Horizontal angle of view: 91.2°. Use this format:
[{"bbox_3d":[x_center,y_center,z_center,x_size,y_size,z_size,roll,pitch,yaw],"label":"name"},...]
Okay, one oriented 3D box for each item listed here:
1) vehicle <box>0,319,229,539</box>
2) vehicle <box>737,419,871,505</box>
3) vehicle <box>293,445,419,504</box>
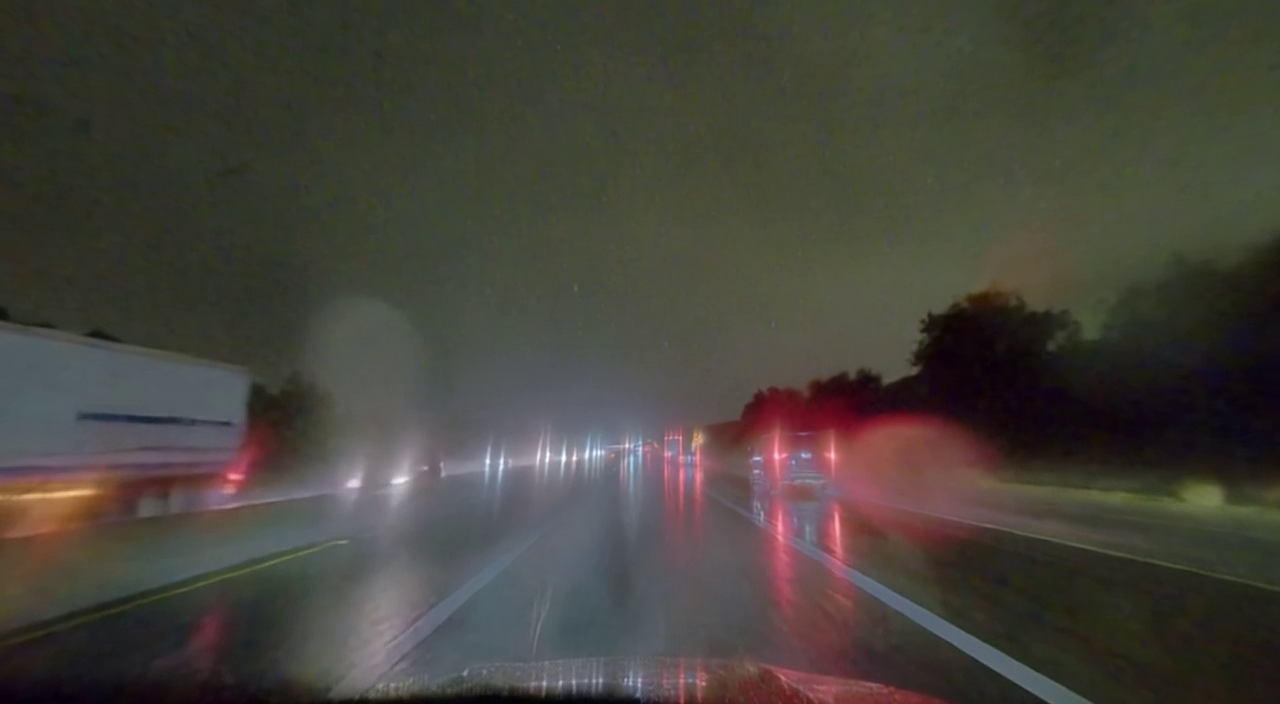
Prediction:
[{"bbox_3d":[-13.619,1.408,11.476,2.965,4.111,13.756,0,-9,-1],"label":"vehicle"},{"bbox_3d":[4.119,2.901,16.856,2.177,1.914,5.245,0,-9,0],"label":"vehicle"},{"bbox_3d":[-9.088,3.931,20.545,2.088,1.678,4.314,0,-9,0],"label":"vehicle"}]
